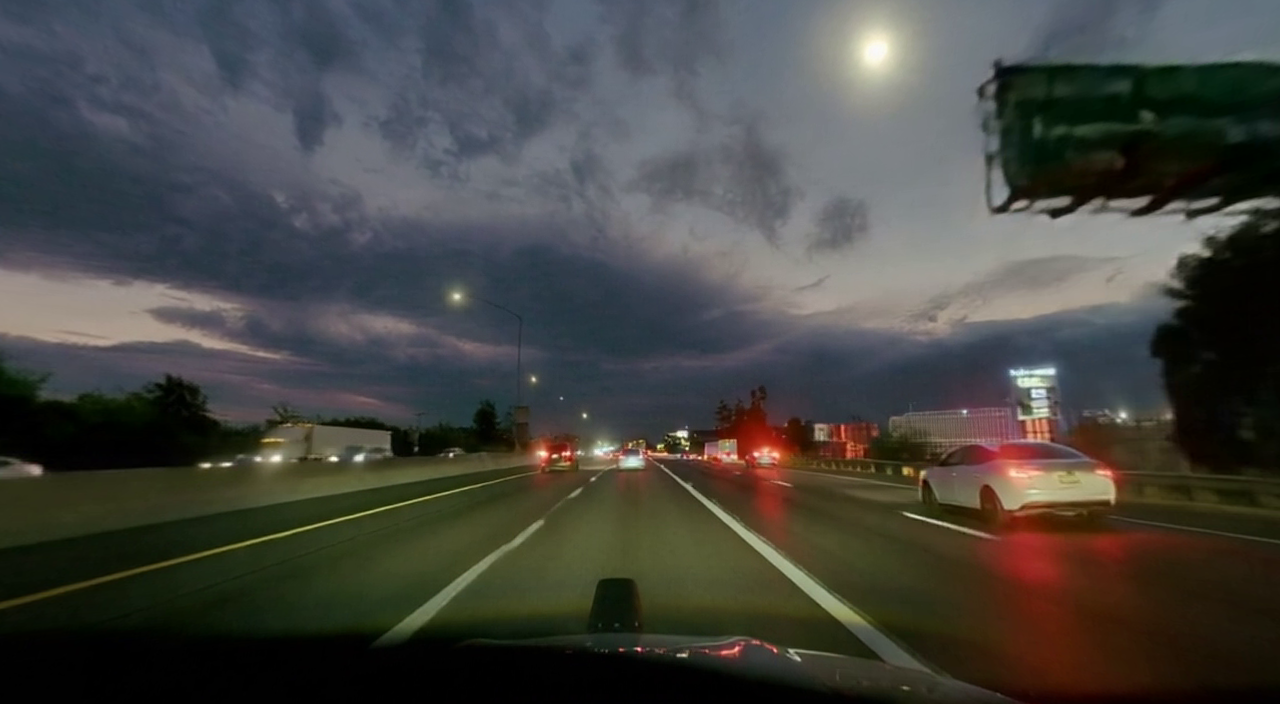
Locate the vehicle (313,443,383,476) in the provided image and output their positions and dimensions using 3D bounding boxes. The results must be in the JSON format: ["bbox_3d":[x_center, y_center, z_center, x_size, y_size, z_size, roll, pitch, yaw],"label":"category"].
[{"bbox_3d":[-13.641,5.021,29.745,1.606,1.434,3.414,0,-9,1],"label":"vehicle"}]

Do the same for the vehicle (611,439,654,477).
[{"bbox_3d":[-0.351,5.371,32.322,2.002,1.759,4.658,0,-9,0],"label":"vehicle"}]

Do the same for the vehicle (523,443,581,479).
[{"bbox_3d":[-4.235,5.316,31.178,2.126,1.631,4.643,0,-9,1],"label":"vehicle"}]

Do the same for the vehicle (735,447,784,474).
[{"bbox_3d":[6.796,6.185,36.323,1.879,1.428,4.402,0,-9,-1],"label":"vehicle"}]

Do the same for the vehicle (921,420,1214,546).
[{"bbox_3d":[6.659,2.068,10.595,1.944,1.666,4.184,0,-9,0],"label":"vehicle"}]

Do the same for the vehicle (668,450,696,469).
[{"bbox_3d":[3.052,7.895,46.540,1.816,1.353,3.809,0,-9,-1],"label":"vehicle"}]

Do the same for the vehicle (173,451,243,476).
[{"bbox_3d":[-25.597,6.587,37.562,1.653,1.399,3.485,0,-9,0],"label":"vehicle"}]
